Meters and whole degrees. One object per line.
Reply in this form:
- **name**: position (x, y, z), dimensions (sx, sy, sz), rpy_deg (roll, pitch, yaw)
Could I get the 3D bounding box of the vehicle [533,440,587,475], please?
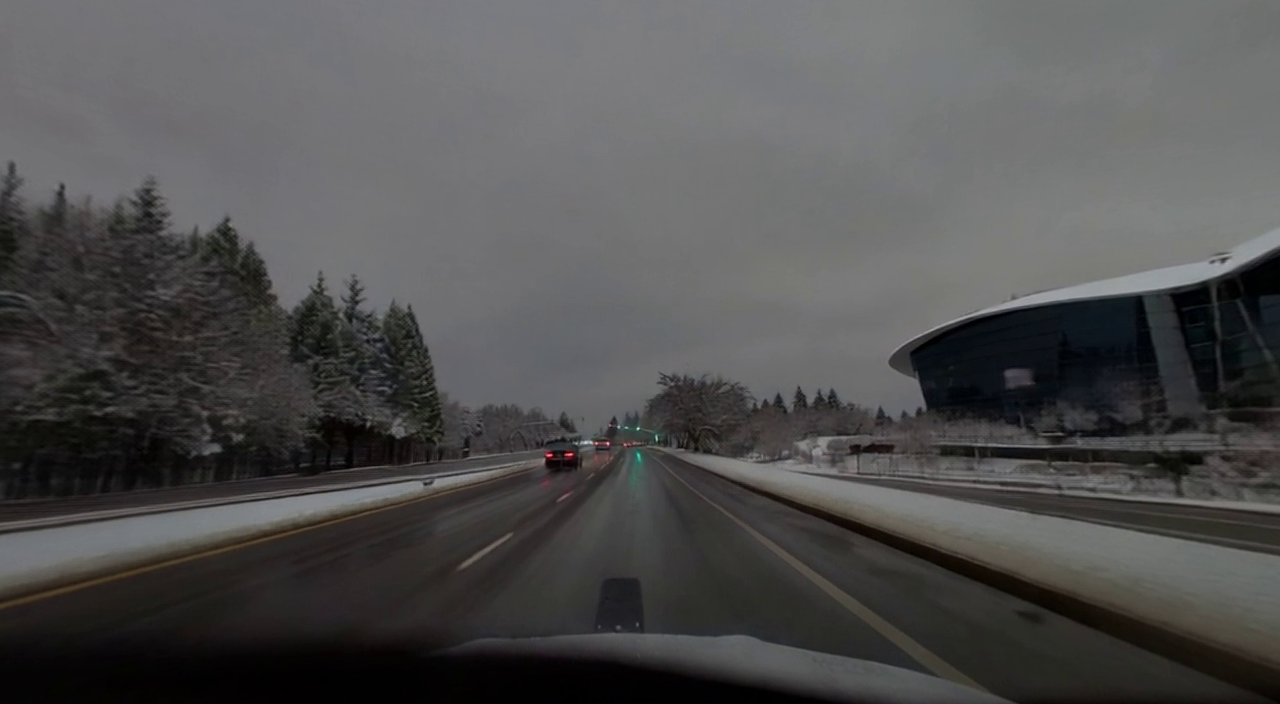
- **vehicle**: position (-3.740, 4.999, 30.234), dimensions (1.984, 1.521, 4.682), rpy_deg (0, -8, 0)
